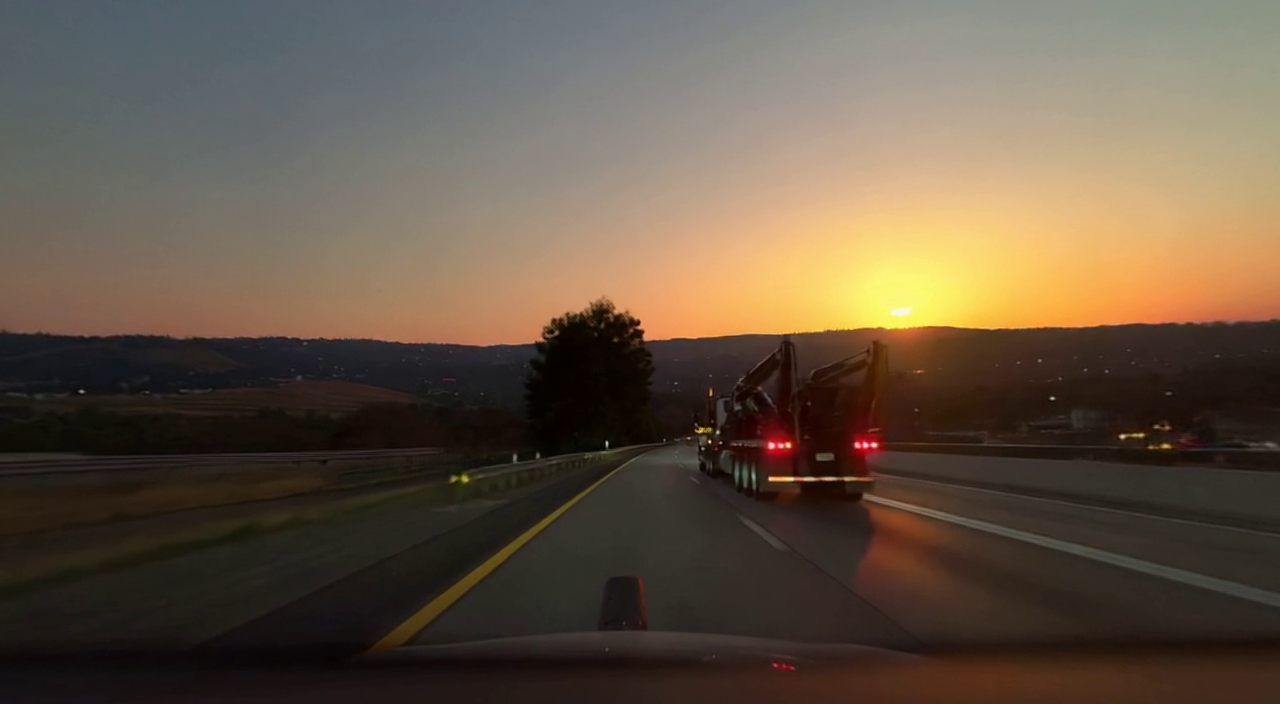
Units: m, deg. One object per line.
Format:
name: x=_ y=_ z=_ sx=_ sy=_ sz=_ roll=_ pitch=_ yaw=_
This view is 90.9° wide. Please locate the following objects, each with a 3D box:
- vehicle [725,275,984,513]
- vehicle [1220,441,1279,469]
vehicle: x=3.963 y=1.136 z=13.759 sx=3.279 sy=3.956 sz=6.541 roll=0 pitch=-9 yaw=1
vehicle: x=43.476 y=7.044 z=43.211 sx=5.053 sy=1.689 sz=2.144 roll=-3 pitch=-8 yaw=3
